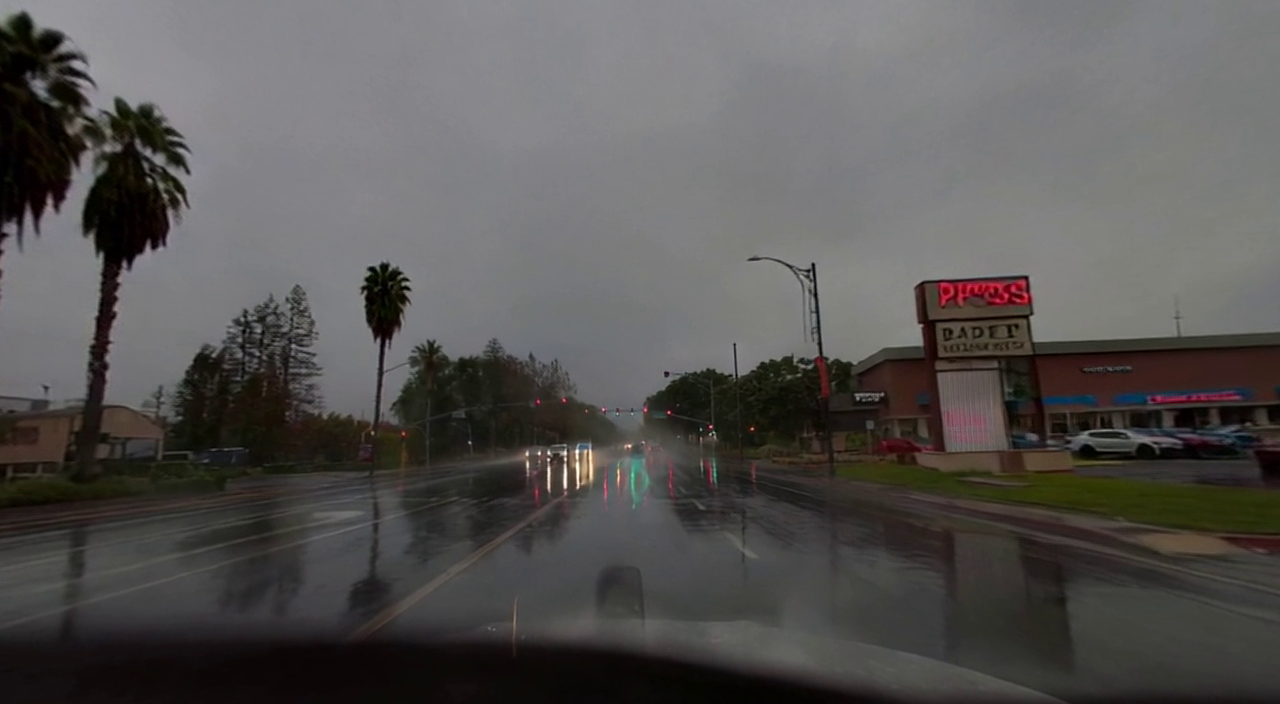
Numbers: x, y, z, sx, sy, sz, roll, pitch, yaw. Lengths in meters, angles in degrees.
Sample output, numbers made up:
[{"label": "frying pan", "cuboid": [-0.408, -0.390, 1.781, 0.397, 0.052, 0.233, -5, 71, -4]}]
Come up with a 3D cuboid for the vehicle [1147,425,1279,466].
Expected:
[{"label": "vehicle", "cuboid": [22.436, 3.547, 23.904, 4.620, 1.445, 1.909, -5, -10, 26]}]

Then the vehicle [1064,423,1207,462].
[{"label": "vehicle", "cuboid": [21.450, 3.988, 27.635, 4.505, 1.584, 2.015, -5, -10, 27]}]

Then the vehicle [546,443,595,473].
[{"label": "vehicle", "cuboid": [-3.649, 5.680, 34.030, 2.181, 1.483, 4.123, 0, -9, 0]}]

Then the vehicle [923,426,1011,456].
[{"label": "vehicle", "cuboid": [20.860, 5.708, 40.413, 4.753, 1.809, 2.016, -5, -9, 28]}]

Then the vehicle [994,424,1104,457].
[{"label": "vehicle", "cuboid": [21.656, 4.750, 33.695, 4.600, 1.677, 1.980, -5, -10, 26]}]
